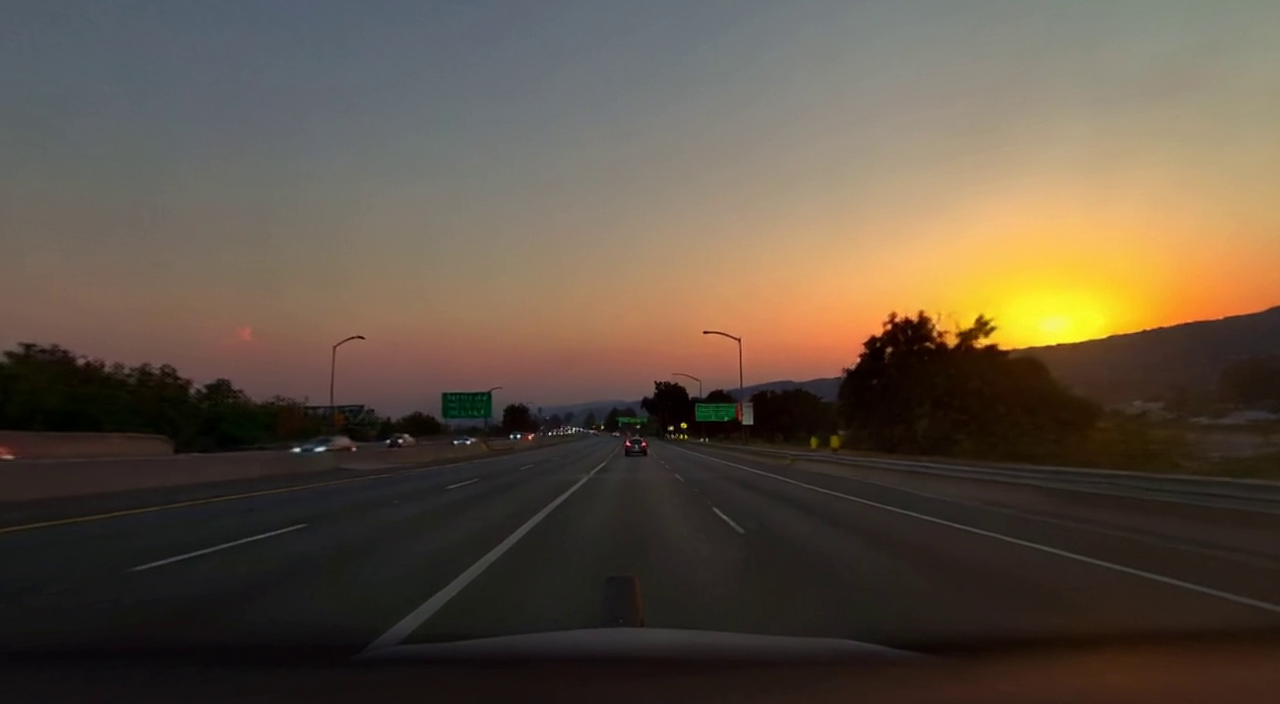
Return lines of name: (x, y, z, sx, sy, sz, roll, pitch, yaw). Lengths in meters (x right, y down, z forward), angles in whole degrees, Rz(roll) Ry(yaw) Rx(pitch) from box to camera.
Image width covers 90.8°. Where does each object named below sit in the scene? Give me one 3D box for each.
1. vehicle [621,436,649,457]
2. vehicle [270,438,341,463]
vehicle: (-0.399, 7.113, 47.598, 2.025, 1.460, 4.189, 0, -8, -1)
vehicle: (-21.489, 6.338, 40.838, 2.059, 1.538, 4.710, 0, -8, 0)
